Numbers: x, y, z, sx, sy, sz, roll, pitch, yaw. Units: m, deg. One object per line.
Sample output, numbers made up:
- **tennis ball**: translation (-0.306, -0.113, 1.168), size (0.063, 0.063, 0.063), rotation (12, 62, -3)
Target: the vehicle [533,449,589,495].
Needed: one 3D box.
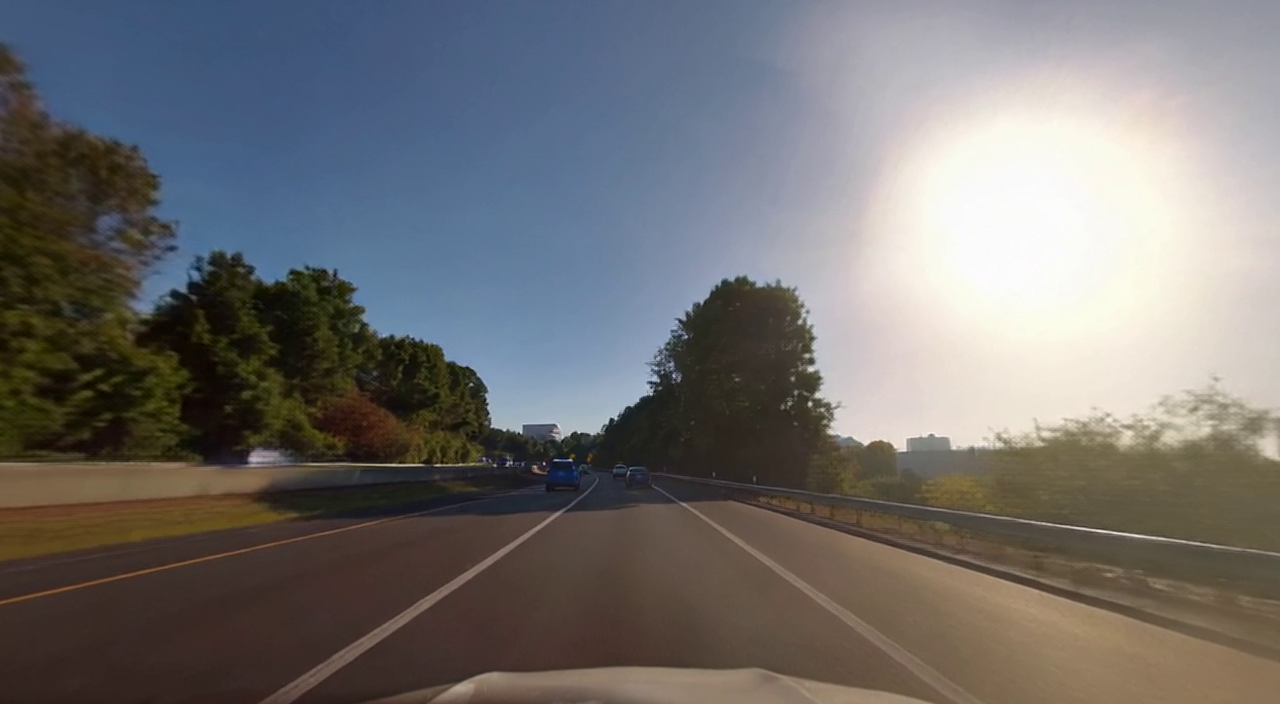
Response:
- **vehicle**: translation (-3.971, 6.211, 32.702), size (2.237, 2.113, 4.815), rotation (1, -10, 0)

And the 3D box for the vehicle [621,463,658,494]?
- **vehicle**: translation (-0.060, 6.863, 34.289), size (1.905, 1.559, 3.491), rotation (1, -10, -2)

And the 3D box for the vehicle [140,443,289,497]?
- **vehicle**: translation (-13.149, 3.715, 19.841), size (1.804, 1.485, 4.152), rotation (1, -10, -1)
